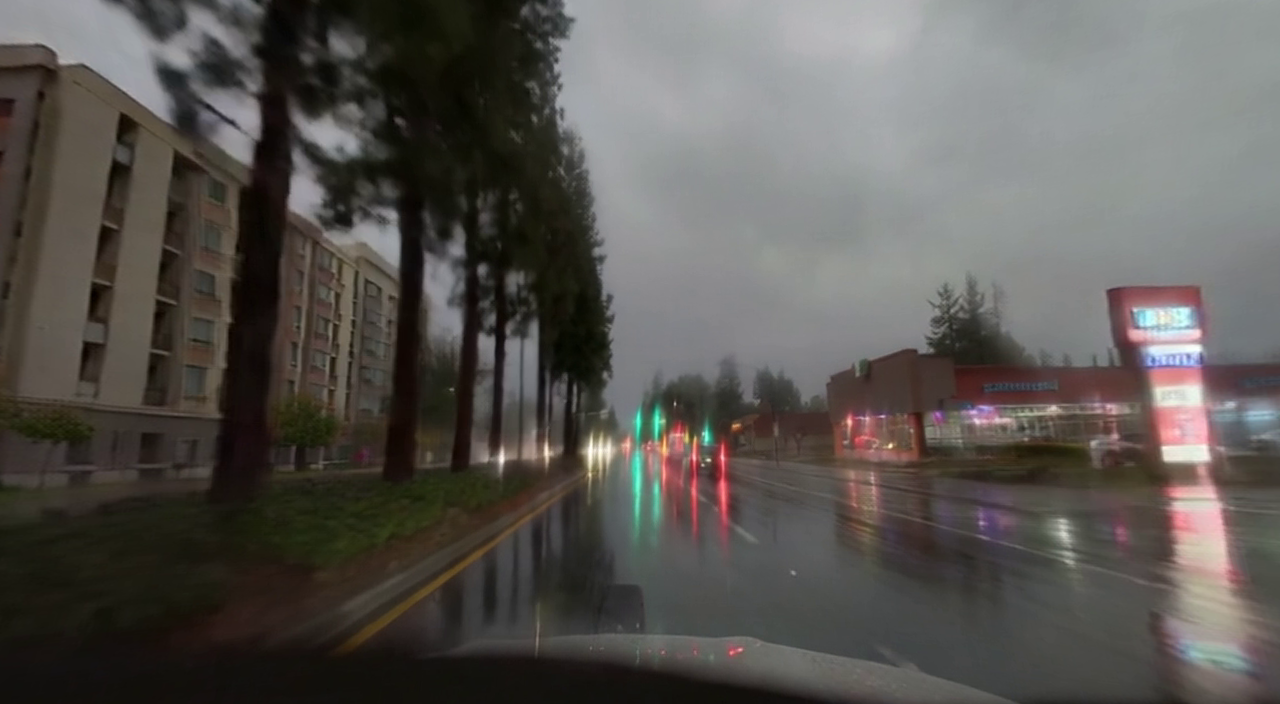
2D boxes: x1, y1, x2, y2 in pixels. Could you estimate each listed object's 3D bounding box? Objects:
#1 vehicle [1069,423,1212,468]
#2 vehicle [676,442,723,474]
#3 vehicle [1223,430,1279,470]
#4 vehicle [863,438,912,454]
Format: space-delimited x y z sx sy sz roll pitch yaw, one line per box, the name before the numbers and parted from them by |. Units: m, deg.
vehicle | 20.626 3.862 26.154 4.210 1.727 2.227 2 -7 -8
vehicle | 3.151 5.667 34.150 2.041 1.531 4.236 1 -7 -1
vehicle | 31.733 4.926 31.841 2.269 1.862 4.495 -3 -9 28
vehicle | 19.209 7.325 49.131 3.242 1.165 1.363 1 -7 -5
